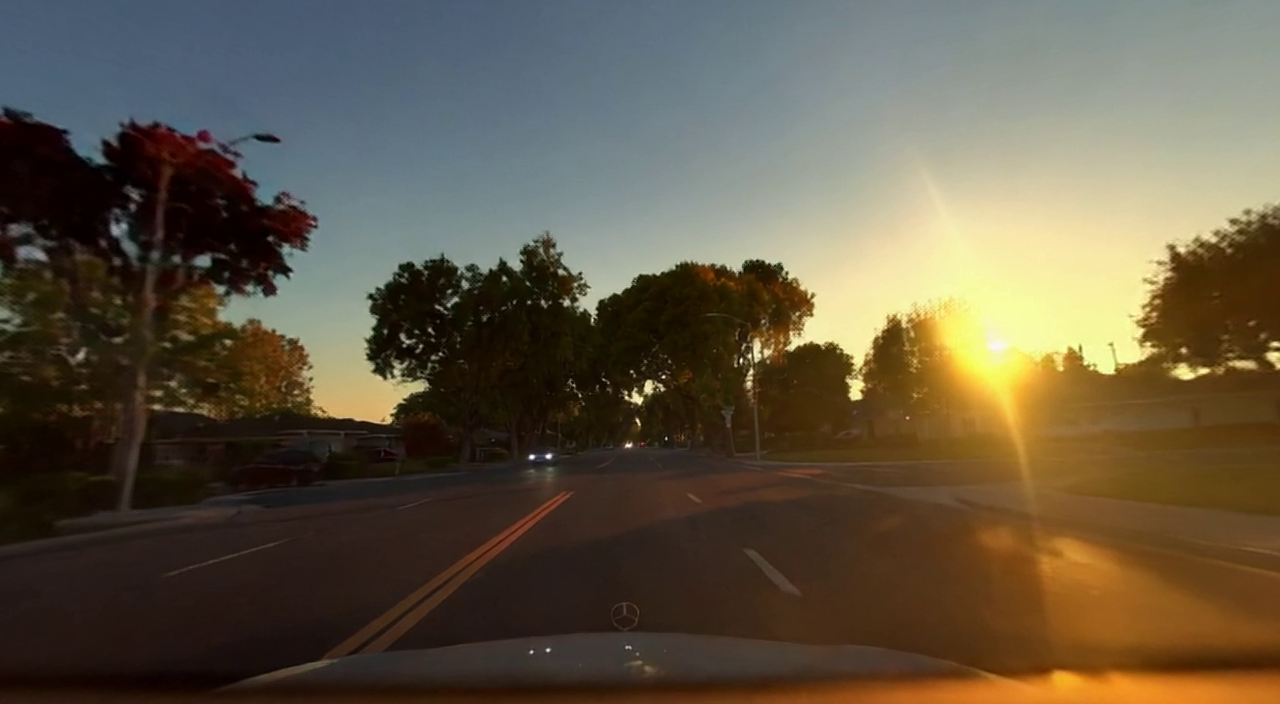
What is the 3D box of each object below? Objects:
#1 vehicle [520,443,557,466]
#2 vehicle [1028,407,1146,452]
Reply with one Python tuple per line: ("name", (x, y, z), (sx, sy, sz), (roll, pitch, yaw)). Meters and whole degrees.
("vehicle", (-7.696, 7.800, 48.410), (2.130, 1.635, 4.505), (0, -9, 0))
("vehicle", (28.527, 4.983, 40.490), (5.564, 2.741, 2.347), (-1, -9, 4))
